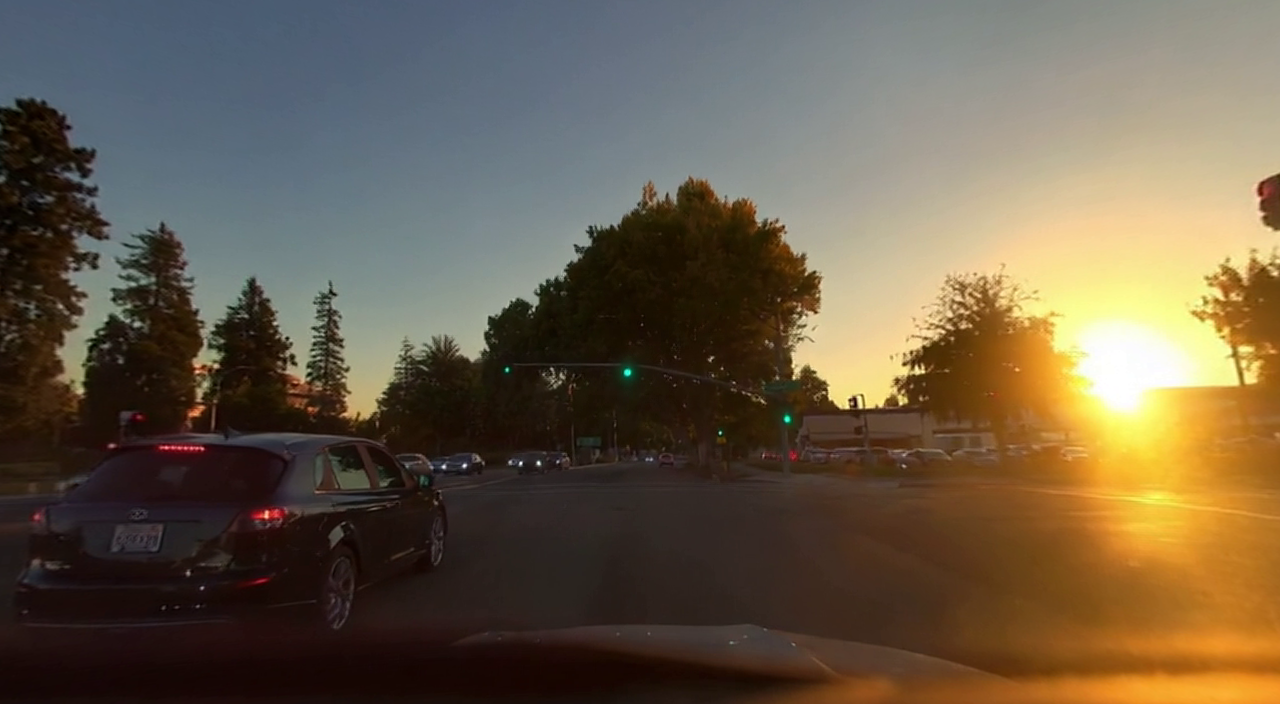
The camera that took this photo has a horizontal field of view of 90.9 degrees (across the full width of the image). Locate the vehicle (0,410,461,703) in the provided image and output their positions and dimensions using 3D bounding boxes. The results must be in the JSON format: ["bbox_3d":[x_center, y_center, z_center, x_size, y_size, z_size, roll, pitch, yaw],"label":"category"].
[{"bbox_3d":[-2.931,1.285,4.394,1.924,1.482,4.734,0,-8,1],"label":"vehicle"}]

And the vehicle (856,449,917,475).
[{"bbox_3d":[16.243,7.194,41.417,2.060,1.445,4.712,-9,-10,42],"label":"vehicle"}]

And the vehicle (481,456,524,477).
[{"bbox_3d":[-10.379,8.680,47.969,2.001,1.458,4.278,-1,-9,5],"label":"vehicle"}]

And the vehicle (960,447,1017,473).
[{"bbox_3d":[20.700,6.350,37.359,1.930,1.410,4.313,-8,-11,41],"label":"vehicle"}]

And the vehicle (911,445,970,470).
[{"bbox_3d":[18.627,6.482,38.968,1.945,1.434,4.293,-8,-12,42],"label":"vehicle"}]

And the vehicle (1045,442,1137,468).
[{"bbox_3d":[28.949,6.598,40.466,4.678,1.558,1.883,1,-9,-8],"label":"vehicle"}]
